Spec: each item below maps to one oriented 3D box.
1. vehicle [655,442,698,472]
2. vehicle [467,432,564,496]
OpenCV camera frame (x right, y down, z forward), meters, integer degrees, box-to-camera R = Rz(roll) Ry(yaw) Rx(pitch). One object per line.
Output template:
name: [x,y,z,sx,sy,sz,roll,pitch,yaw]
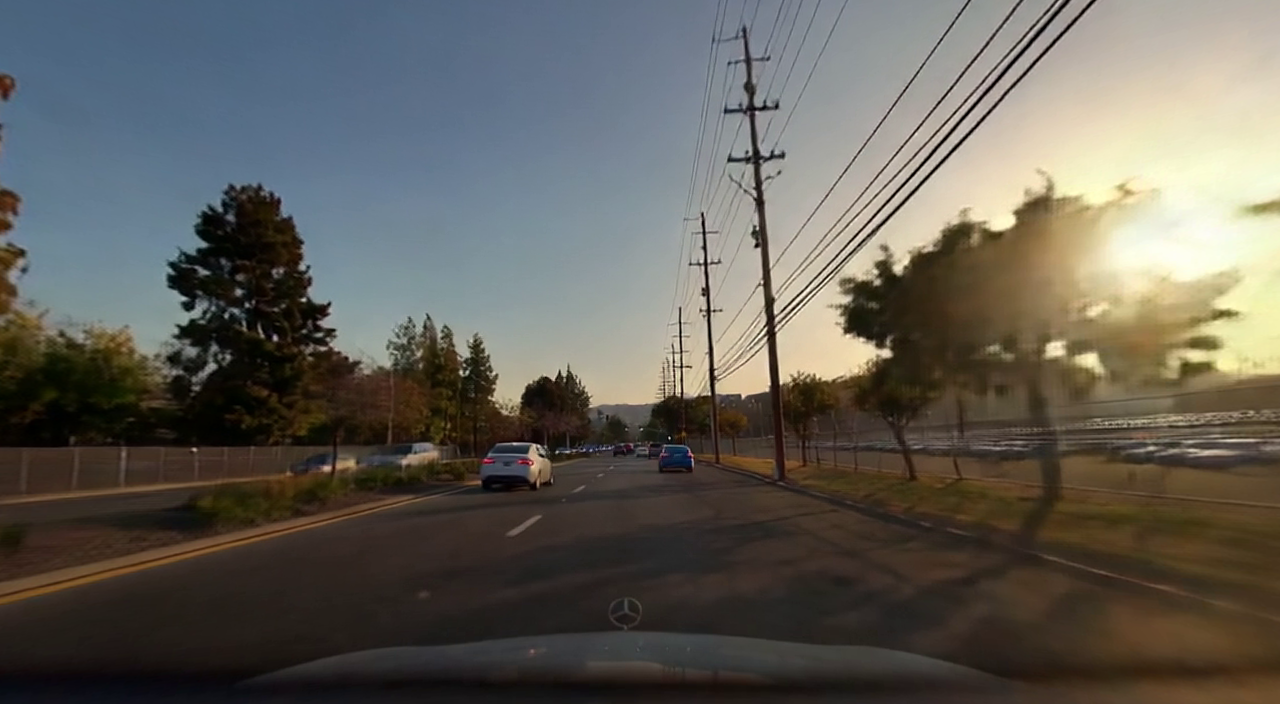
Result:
vehicle: [1.889,5.650,33.956,2.059,1.486,3.980,0,-8,0]
vehicle: [-3.621,3.328,19.114,1.950,1.692,4.397,0,-8,1]
